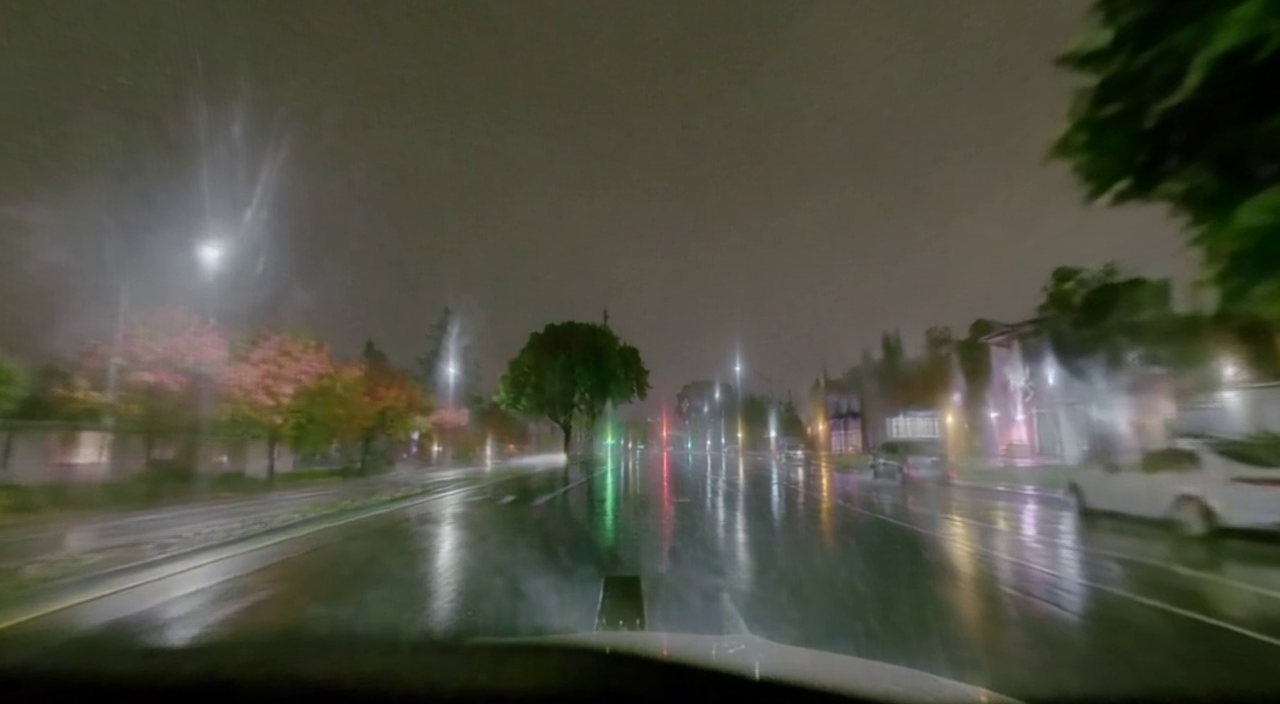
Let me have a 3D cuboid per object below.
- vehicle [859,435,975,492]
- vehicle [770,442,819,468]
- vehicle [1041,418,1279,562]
[{"bbox_3d":[9.323,3.788,21.767,1.990,1.728,4.597,-1,-9,1],"label":"vehicle"},{"bbox_3d":[9.769,6.530,40.224,2.076,1.547,4.398,0,-9,1],"label":"vehicle"},{"bbox_3d":[8.833,1.973,9.704,2.192,1.714,4.885,-1,-9,1],"label":"vehicle"}]
